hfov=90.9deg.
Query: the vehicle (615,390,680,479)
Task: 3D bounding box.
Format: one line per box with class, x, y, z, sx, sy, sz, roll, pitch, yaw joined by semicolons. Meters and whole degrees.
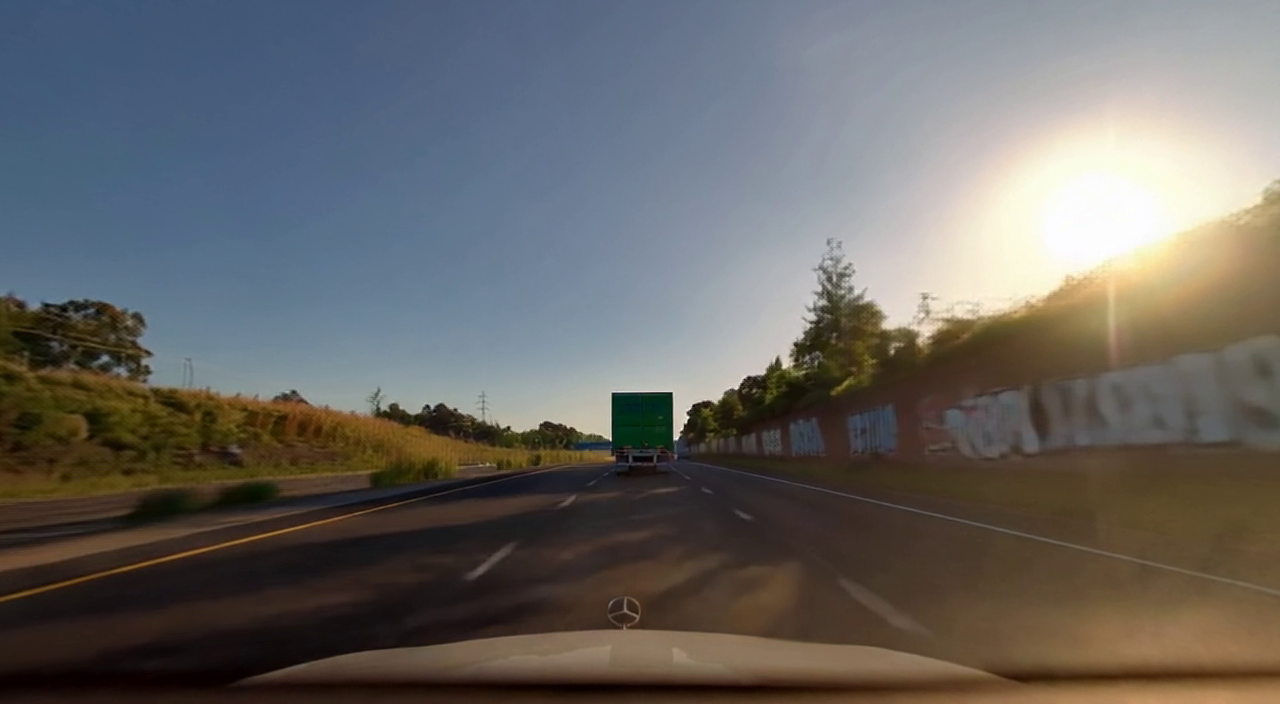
vehicle;0.207;4.502;33.423;2.900;3.955;10.151;0;-9;-1
